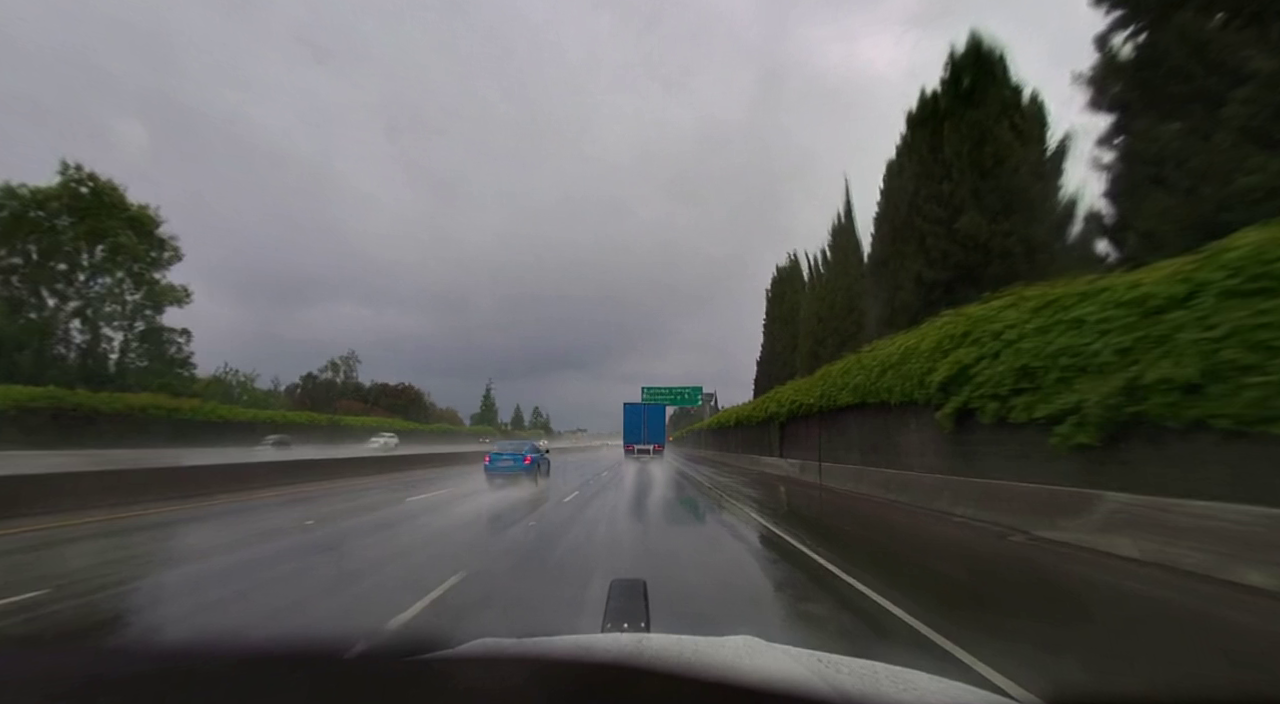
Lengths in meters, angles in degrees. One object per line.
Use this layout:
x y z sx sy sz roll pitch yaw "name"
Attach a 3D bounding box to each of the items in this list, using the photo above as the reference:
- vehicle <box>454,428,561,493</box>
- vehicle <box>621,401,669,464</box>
-3.854 3.237 19.252 2.186 1.716 4.672 0 -8 1 "vehicle"
0.326 6.306 48.497 3.078 4.031 16.069 0 -8 0 "vehicle"
